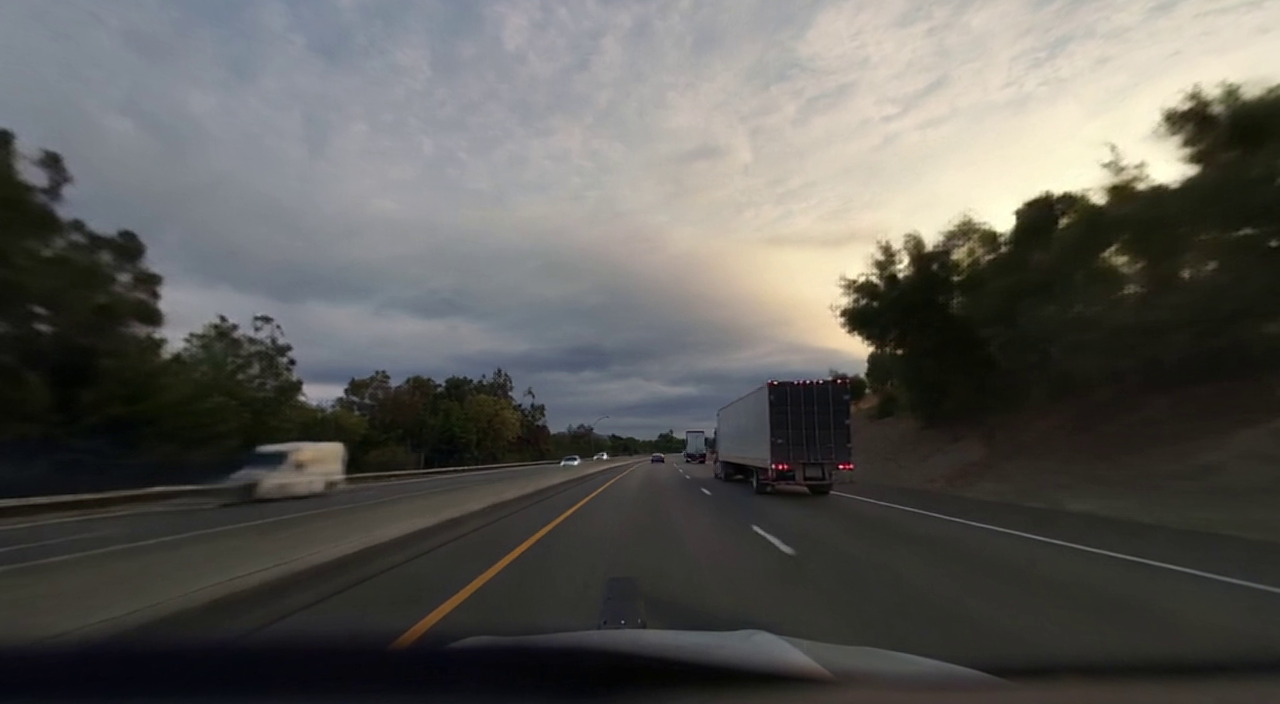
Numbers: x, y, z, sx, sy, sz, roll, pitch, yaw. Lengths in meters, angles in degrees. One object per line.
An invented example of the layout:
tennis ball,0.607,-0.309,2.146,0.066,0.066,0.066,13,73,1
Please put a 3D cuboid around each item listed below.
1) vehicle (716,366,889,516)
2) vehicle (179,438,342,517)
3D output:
vehicle,4.552,3.009,20.907,2.866,3.558,11.674,0,-9,1
vehicle,-12.823,4.229,21.863,2.199,2.357,5.256,0,-9,2
